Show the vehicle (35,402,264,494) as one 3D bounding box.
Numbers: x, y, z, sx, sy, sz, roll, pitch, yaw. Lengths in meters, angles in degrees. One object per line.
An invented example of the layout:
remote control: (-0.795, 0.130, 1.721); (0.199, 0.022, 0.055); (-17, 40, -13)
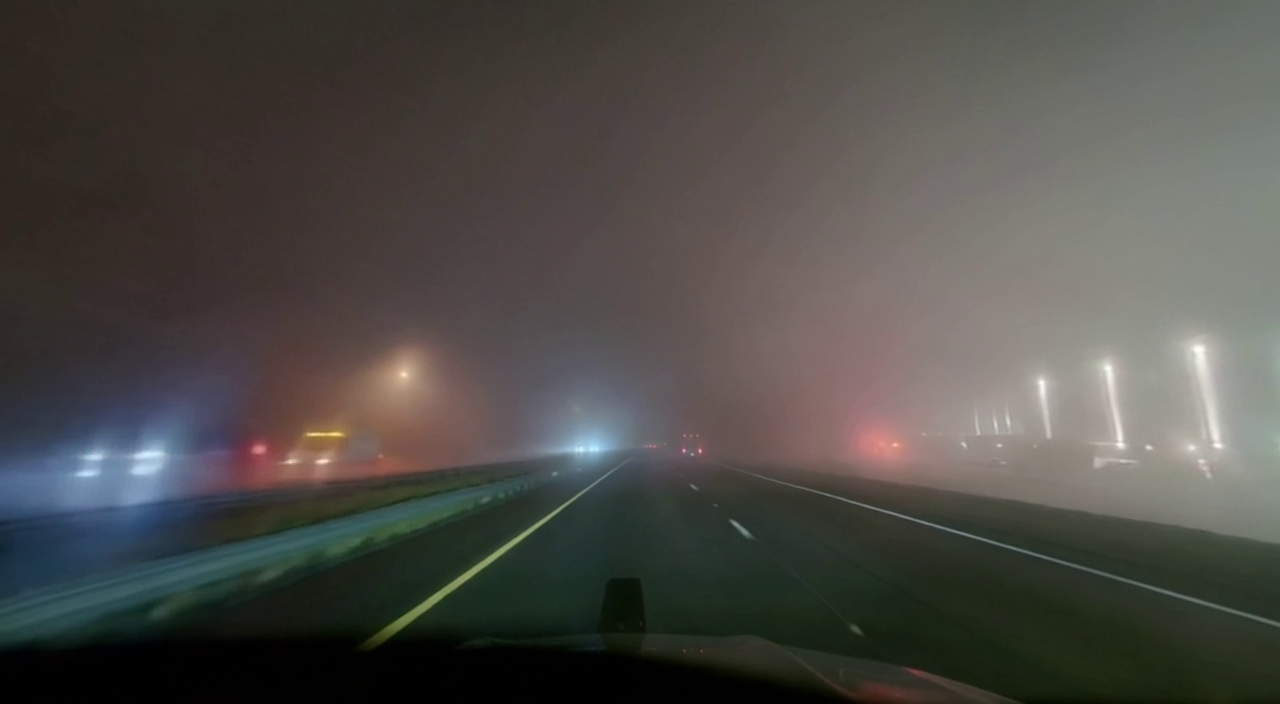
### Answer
vehicle: (-19.725, 3.953, 26.306); (2.938, 3.241, 7.954); (0, -8, 1)
